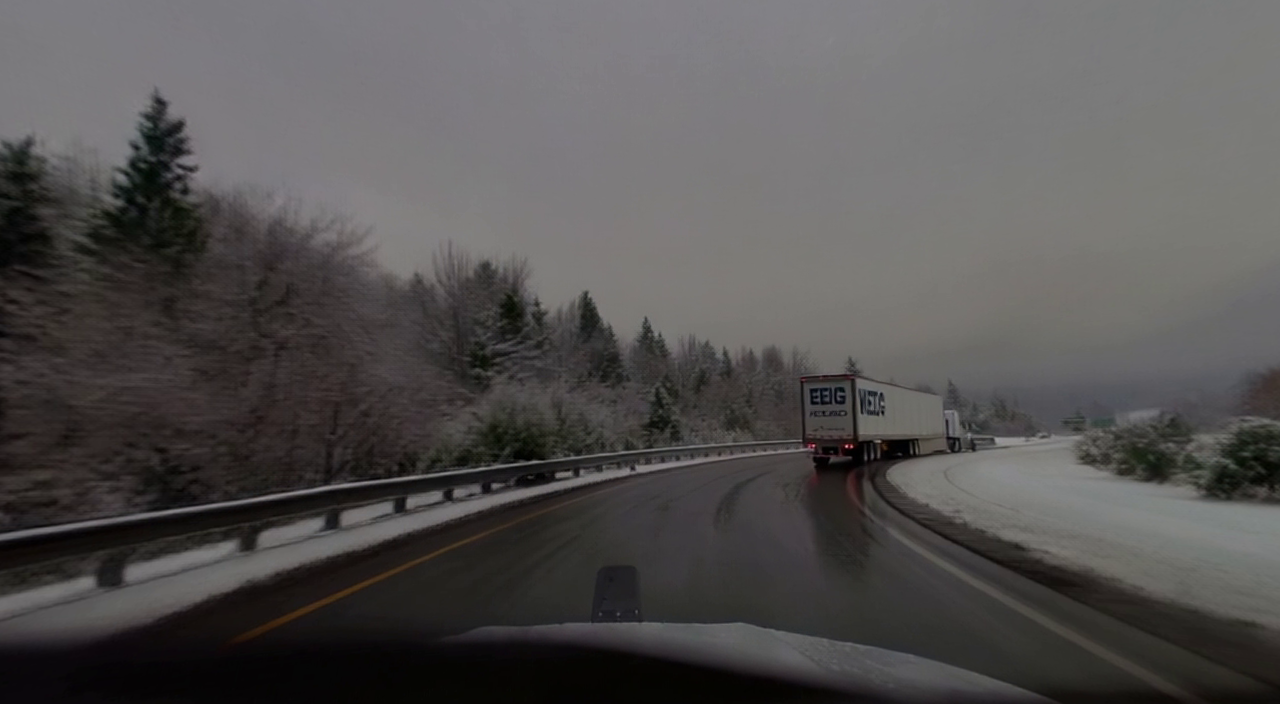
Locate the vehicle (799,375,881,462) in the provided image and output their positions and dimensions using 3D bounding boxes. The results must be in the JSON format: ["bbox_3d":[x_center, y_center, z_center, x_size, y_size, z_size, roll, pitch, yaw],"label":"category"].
[{"bbox_3d":[9.397,3.182,29.413,2.963,3.771,3.137,-4,-9,28],"label":"vehicle"}]

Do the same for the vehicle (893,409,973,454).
[{"bbox_3d":[18.097,4.937,38.599,6.650,2.524,2.120,8,-11,-44],"label":"vehicle"}]
